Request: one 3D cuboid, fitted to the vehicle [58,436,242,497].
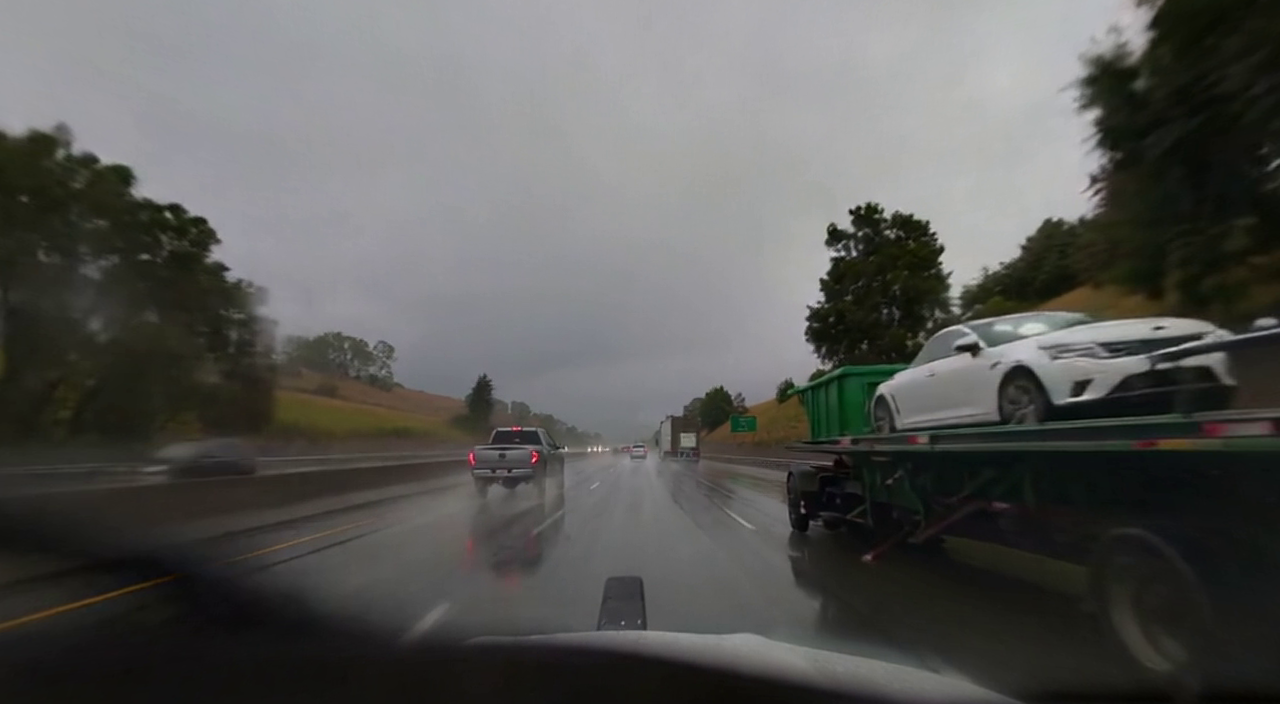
[{"bbox_3d":[-14.727,3.465,19.378,1.954,1.628,4.574,0,-9,0],"label":"vehicle"}]

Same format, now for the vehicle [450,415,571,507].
[{"bbox_3d":[-3.179,2.815,16.522,2.142,2.044,4.446,0,-9,1],"label":"vehicle"}]
